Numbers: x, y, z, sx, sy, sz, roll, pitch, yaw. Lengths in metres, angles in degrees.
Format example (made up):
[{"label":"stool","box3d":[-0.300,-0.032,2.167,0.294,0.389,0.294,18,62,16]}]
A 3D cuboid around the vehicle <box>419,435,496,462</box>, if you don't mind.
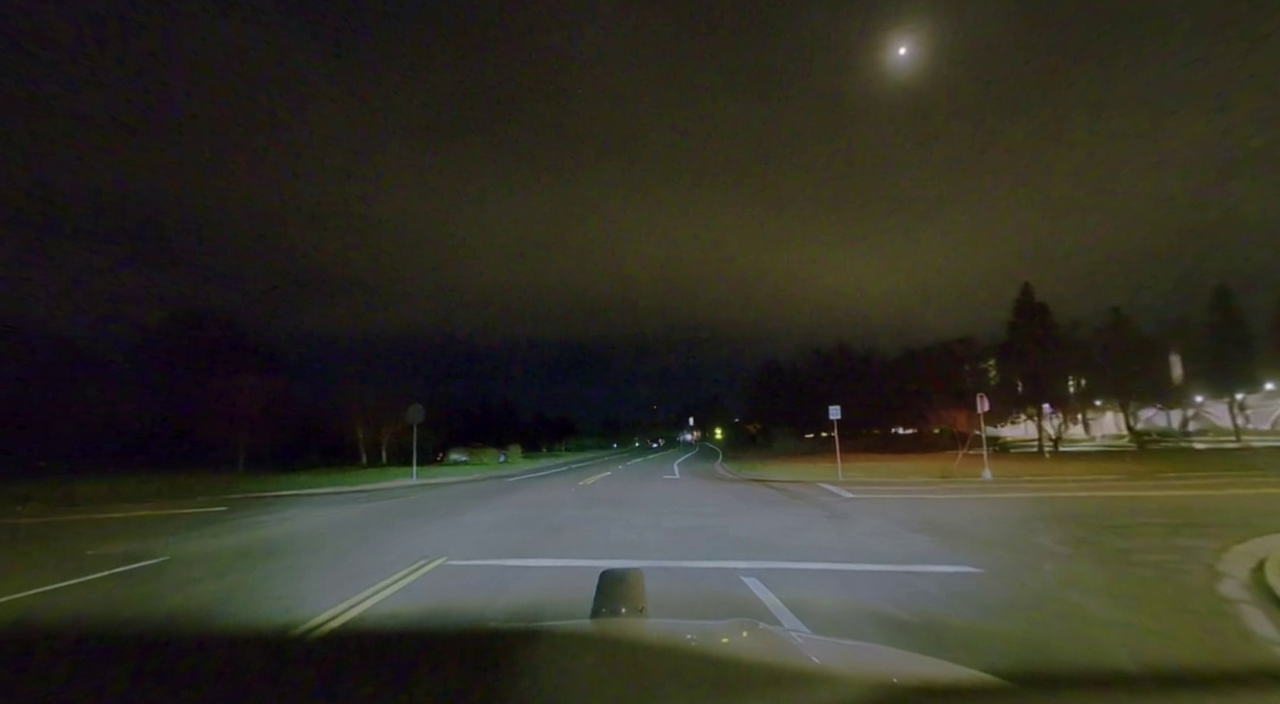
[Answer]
[{"label":"vehicle","box3d":[-12.637,6.727,43.792,4.702,1.761,1.978,0,-8,3]}]
